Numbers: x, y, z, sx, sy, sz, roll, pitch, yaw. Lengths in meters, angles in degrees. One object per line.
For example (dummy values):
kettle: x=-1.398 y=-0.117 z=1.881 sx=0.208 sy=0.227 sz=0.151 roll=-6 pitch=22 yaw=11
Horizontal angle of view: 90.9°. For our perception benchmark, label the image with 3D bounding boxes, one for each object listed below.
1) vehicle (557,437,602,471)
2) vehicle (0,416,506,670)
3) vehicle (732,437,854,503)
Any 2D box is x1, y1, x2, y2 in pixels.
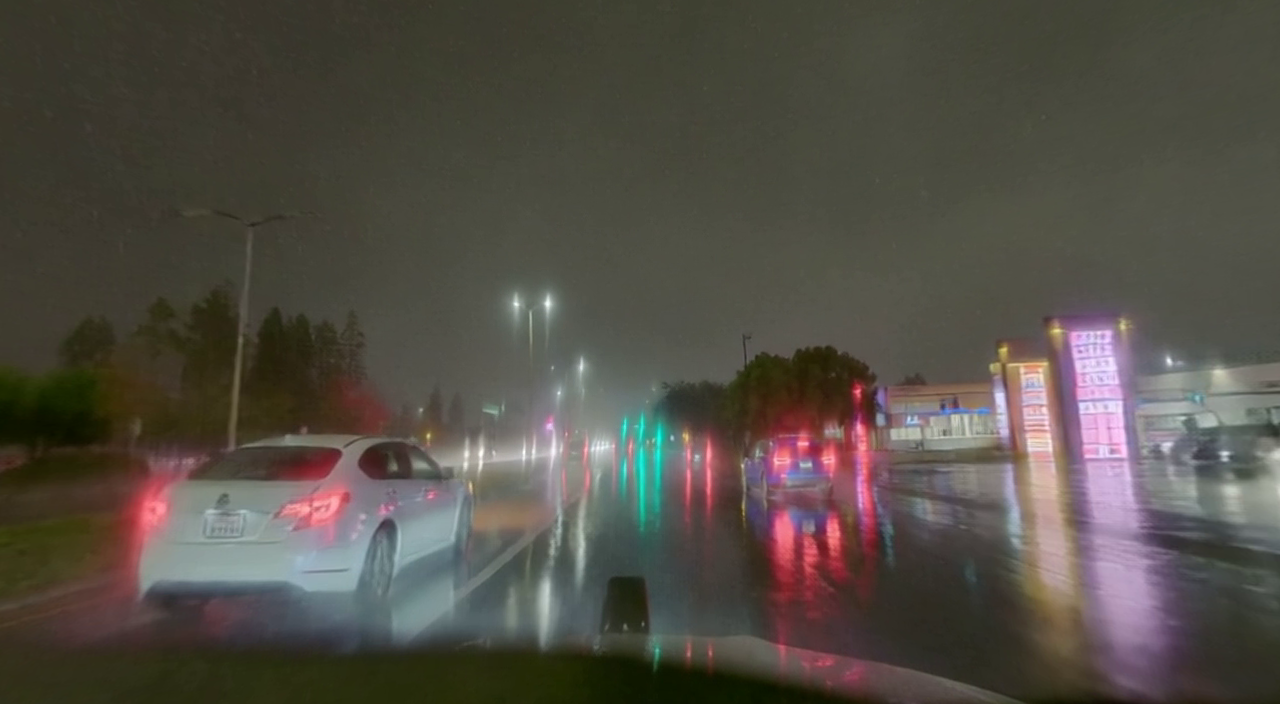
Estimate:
vehicle: x=-3.218 y=5.559 z=34.508 sx=1.981 sy=1.731 sz=4.360 roll=0 pitch=-8 yaw=1
vehicle: x=-2.949 y=1.480 z=6.202 sx=2.082 sy=1.460 sz=4.922 roll=0 pitch=-8 yaw=1
vehicle: x=3.870 y=3.063 z=16.885 sx=2.036 sy=1.480 sz=4.659 roll=0 pitch=-8 yaw=-1
